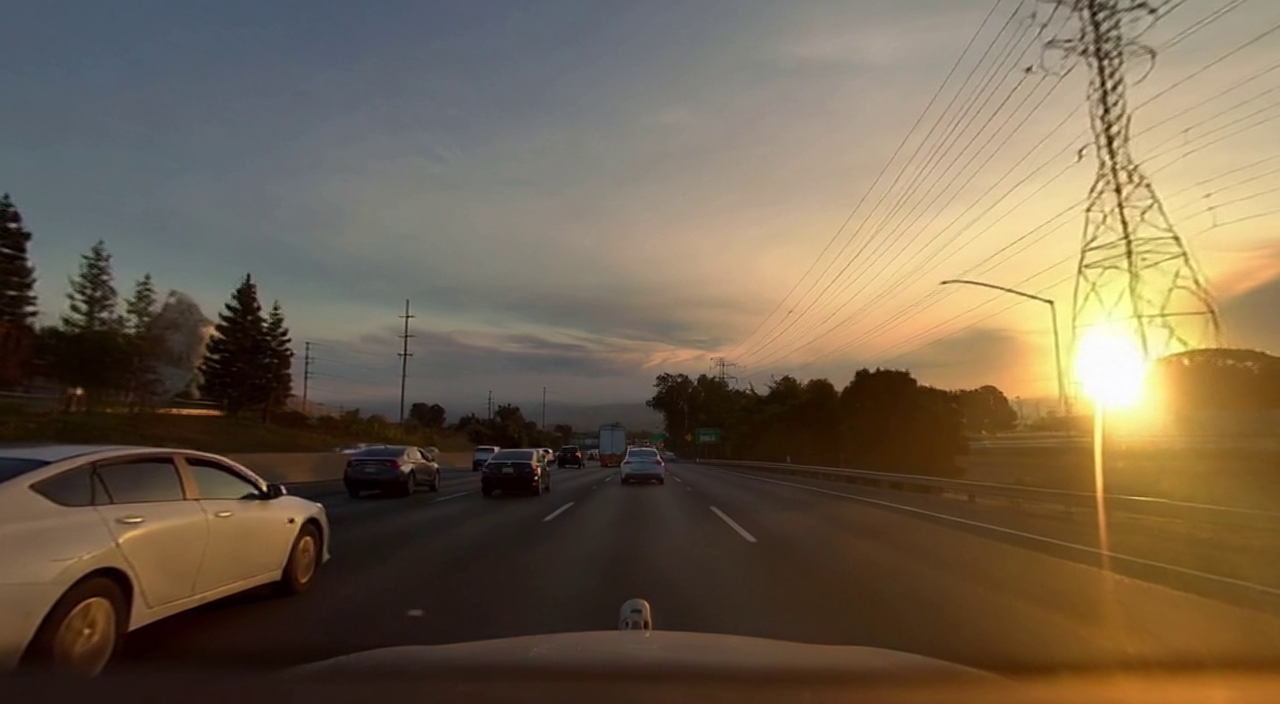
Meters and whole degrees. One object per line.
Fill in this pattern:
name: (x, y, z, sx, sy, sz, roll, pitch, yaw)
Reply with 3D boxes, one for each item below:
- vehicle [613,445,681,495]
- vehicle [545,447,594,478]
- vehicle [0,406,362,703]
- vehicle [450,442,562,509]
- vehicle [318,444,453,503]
vehicle: (0.180, 3.873, 21.186, 2.018, 1.470, 4.491, 0, -9, -1)
vehicle: (-3.496, 5.562, 32.041, 2.013, 1.437, 3.801, 0, -9, 0)
vehicle: (-3.645, 1.163, 3.823, 1.883, 1.500, 4.373, 0, -9, 1)
vehicle: (-3.254, 3.078, 16.188, 1.912, 1.464, 4.115, 0, -9, 1)
vehicle: (-7.046, 3.389, 18.065, 1.867, 1.445, 4.499, 0, -9, 2)
